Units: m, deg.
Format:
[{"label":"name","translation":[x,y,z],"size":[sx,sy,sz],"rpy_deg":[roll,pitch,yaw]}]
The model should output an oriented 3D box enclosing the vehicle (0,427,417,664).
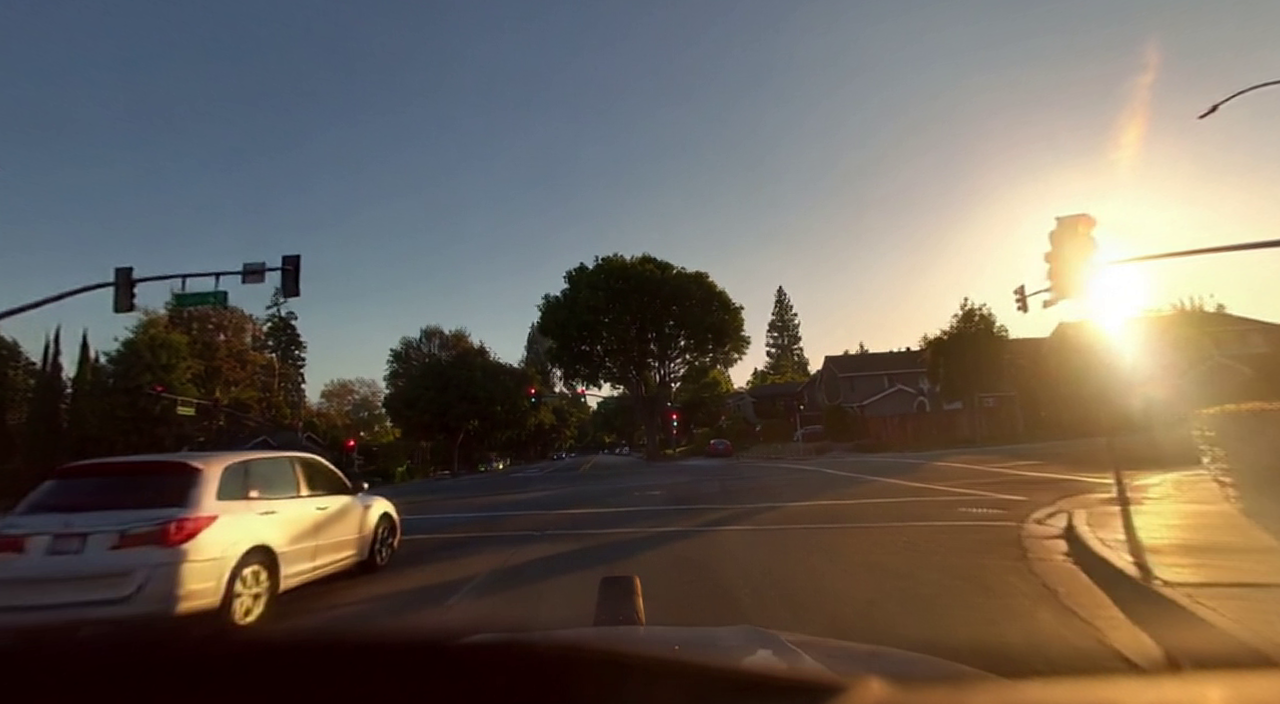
[{"label":"vehicle","translation":[-3.776,1.574,6.153],"size":[1.777,1.537,3.831],"rpy_deg":[0,-9,0]}]
